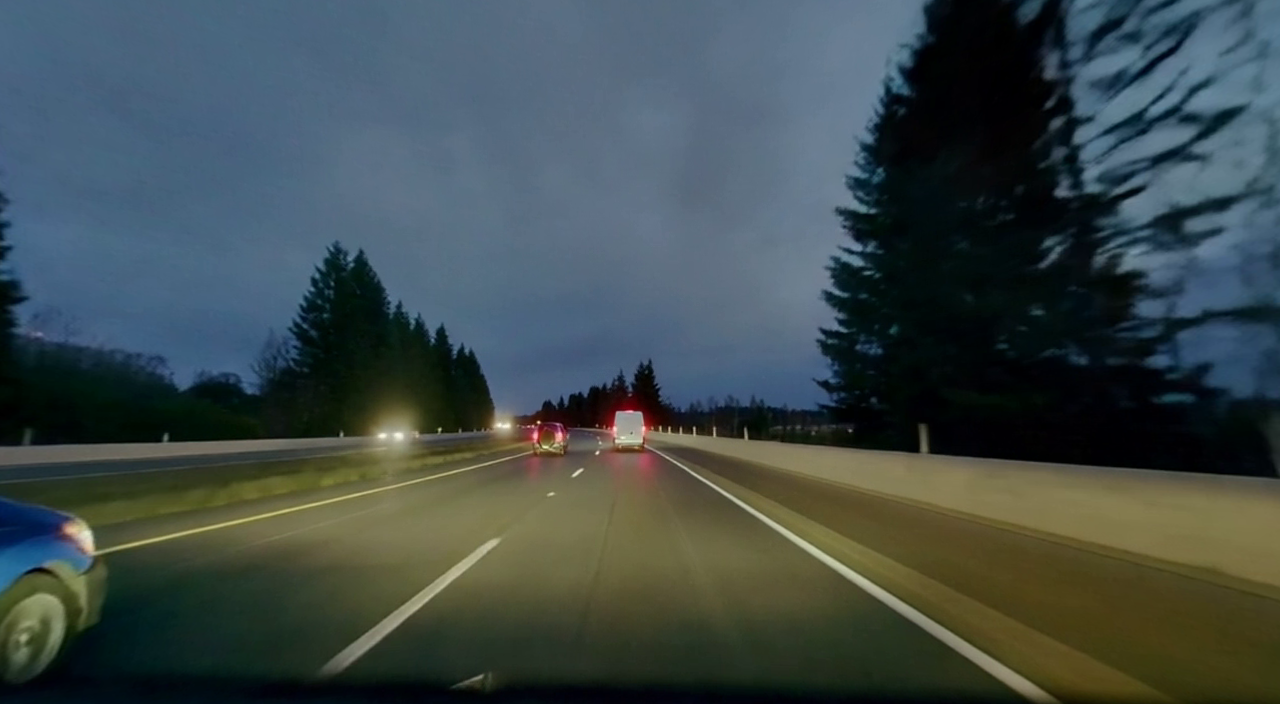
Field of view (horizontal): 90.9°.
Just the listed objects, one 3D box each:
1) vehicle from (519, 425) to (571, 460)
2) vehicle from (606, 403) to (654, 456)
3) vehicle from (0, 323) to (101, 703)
[{"bbox_3d":[-4.836,4.684,32.748,2.110,1.636,4.453,0,-8,-2],"label":"vehicle"},{"bbox_3d":[-0.719,4.714,38.024,2.647,2.896,6.480,0,-8,-3],"label":"vehicle"},{"bbox_3d":[-3.904,0.495,0.921,2.069,1.751,4.720,0,-8,-1],"label":"vehicle"}]
